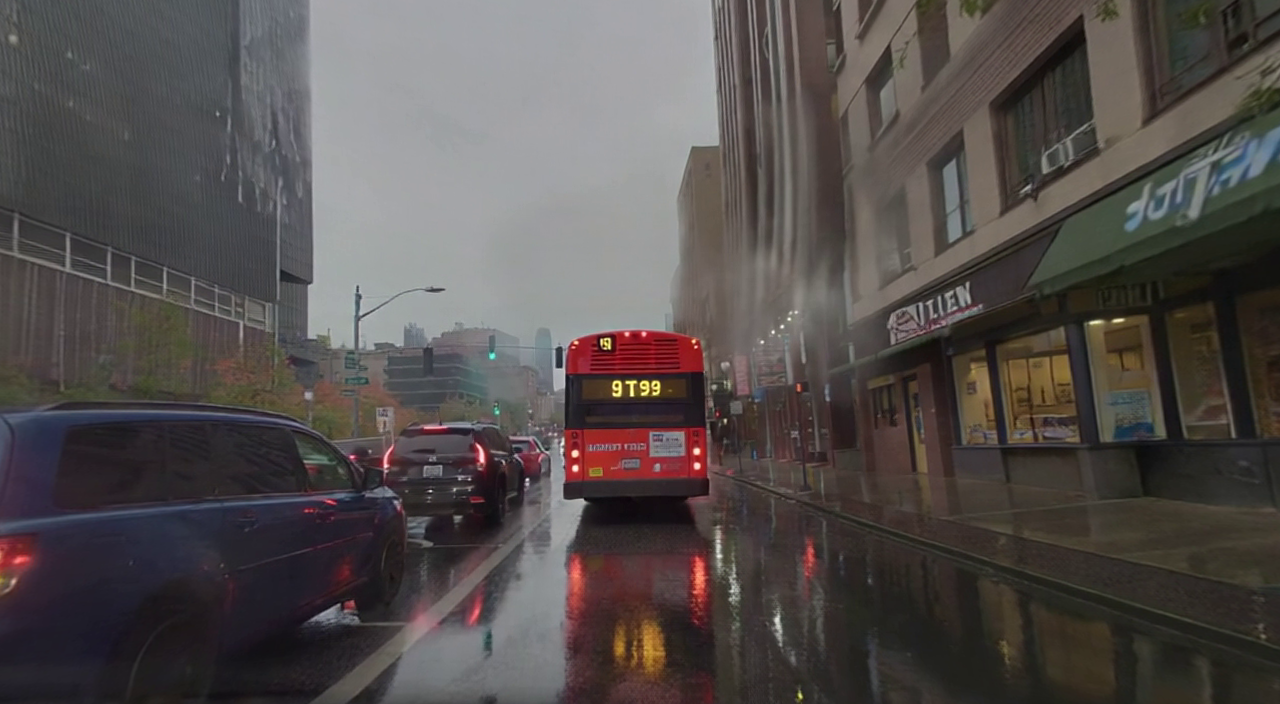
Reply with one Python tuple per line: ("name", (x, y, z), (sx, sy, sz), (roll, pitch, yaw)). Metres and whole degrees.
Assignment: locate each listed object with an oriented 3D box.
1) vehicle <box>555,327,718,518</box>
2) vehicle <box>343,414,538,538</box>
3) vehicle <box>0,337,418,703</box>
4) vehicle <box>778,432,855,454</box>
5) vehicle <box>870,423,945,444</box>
("vehicle", (-0.292, 1.990, 16.531), (2.938, 3.468, 9.972), (0, -8, -3))
("vehicle", (-3.343, 2.196, 11.779), (2.096, 1.828, 4.669), (0, -8, 0))
("vehicle", (-3.208, 1.091, 3.984), (2.020, 1.725, 4.384), (0, -8, 0))
("vehicle", (11.977, 6.207, 43.059), (4.774, 1.492, 1.802), (-1, -9, 7))
("vehicle", (19.940, 6.095, 47.198), (4.827, 1.555, 1.863), (1, -9, -6))
